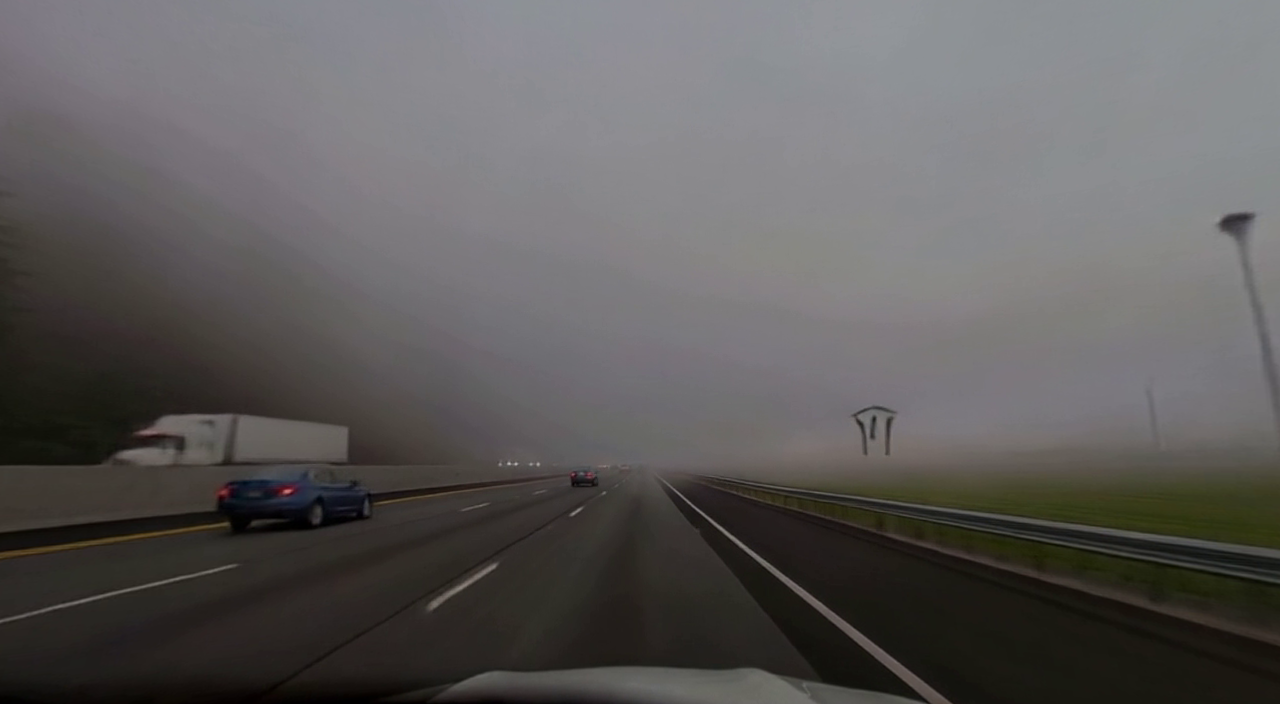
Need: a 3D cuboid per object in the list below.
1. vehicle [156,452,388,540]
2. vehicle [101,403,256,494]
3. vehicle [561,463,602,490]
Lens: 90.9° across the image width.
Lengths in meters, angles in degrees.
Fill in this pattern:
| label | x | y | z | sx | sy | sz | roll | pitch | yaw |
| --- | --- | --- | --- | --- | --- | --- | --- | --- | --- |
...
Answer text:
| label | x | y | z | sx | sy | sz | roll | pitch | yaw |
| --- | --- | --- | --- | --- | --- | --- | --- | --- | --- |
| vehicle | -7.235 | 2.898 | 13.155 | 1.956 | 1.451 | 4.674 | 1 | -10 | 1 |
| vehicle | -23.044 | 4.966 | 31.994 | 3.006 | 4.079 | 5.925 | 1 | -10 | 1 |
| vehicle | -3.583 | 7.766 | 39.436 | 2.039 | 1.505 | 4.843 | 1 | -10 | 0 |
